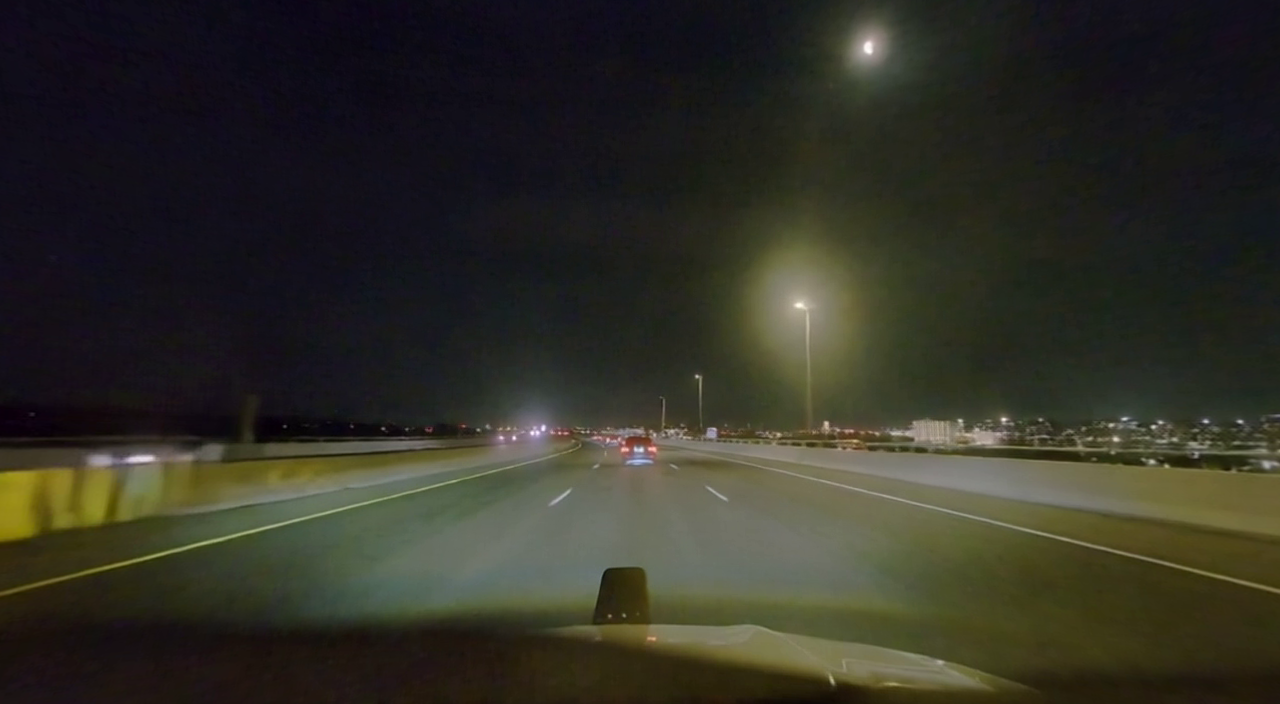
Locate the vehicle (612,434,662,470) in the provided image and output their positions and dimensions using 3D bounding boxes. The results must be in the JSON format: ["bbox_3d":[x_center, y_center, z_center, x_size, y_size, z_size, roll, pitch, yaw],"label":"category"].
[{"bbox_3d":[-0.138,4.558,28.794,2.130,1.512,4.057,1,-8,0],"label":"vehicle"}]
